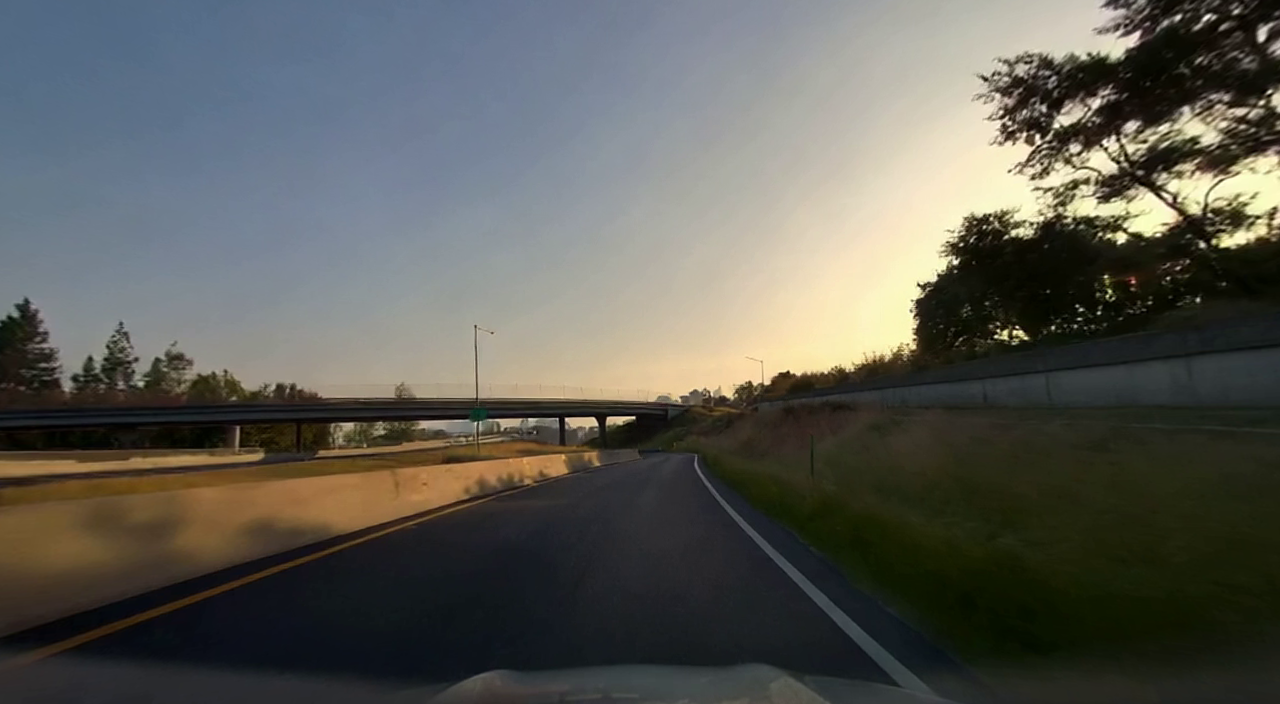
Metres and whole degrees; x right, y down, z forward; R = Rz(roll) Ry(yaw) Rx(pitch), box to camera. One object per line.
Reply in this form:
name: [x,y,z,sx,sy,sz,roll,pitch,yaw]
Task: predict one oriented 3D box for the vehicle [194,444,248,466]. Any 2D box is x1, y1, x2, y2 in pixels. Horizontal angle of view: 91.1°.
vehicle: [-31.963,7.821,48.096,1.958,1.562,4.494,2,-8,-14]
